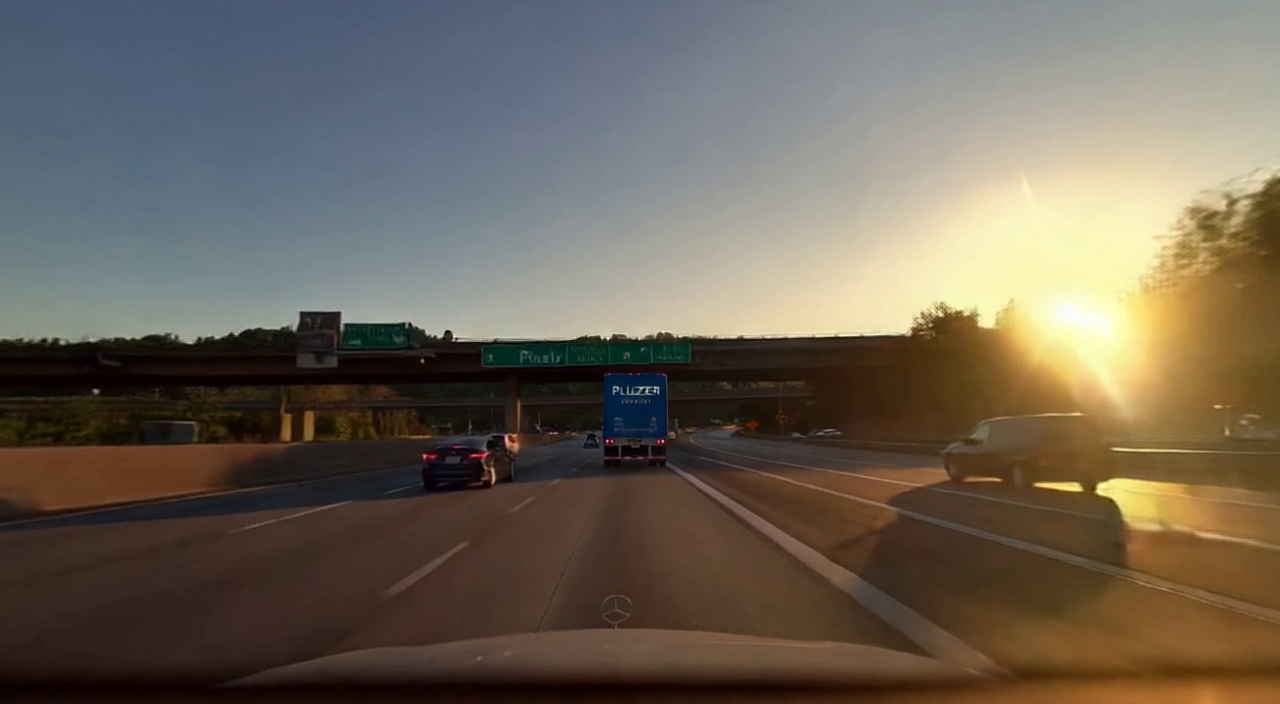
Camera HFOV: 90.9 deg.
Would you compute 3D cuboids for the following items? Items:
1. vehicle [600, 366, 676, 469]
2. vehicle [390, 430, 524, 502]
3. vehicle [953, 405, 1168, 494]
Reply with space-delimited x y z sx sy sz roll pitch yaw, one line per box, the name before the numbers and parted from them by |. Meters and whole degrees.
vehicle | -0.247 3.321 30.309 2.926 3.959 11.818 0 -8 -2
vehicle | -4.109 2.601 14.947 1.943 1.446 4.158 0 -8 0
vehicle | 9.938 2.350 15.471 2.052 1.841 4.481 0 -8 -2
